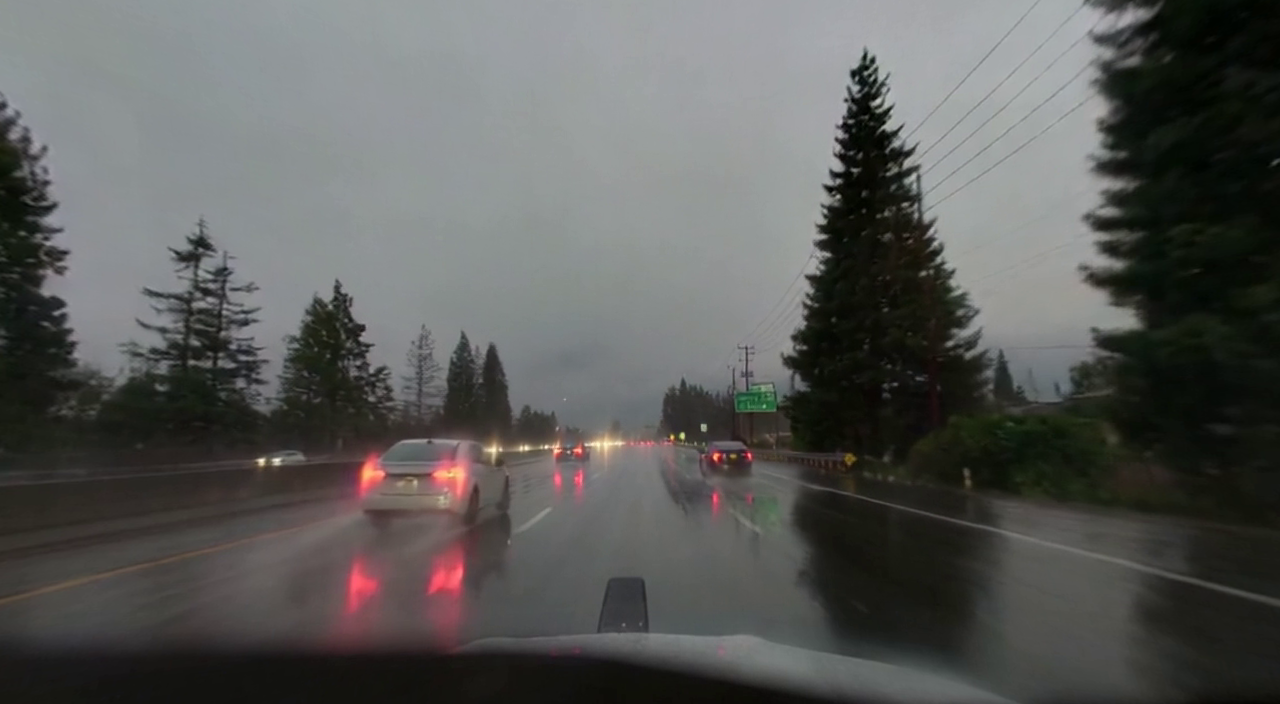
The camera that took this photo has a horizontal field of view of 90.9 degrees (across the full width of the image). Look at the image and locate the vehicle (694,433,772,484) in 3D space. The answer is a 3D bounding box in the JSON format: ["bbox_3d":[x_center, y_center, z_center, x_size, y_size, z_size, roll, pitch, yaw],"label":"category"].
[{"bbox_3d":[3.072,3.628,21.706,1.996,1.579,3.841,0,-8,-1],"label":"vehicle"}]

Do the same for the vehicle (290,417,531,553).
[{"bbox_3d":[-3.151,1.915,9.778,2.049,1.620,4.153,0,-8,2],"label":"vehicle"}]

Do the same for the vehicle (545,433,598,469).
[{"bbox_3d":[-3.561,5.259,33.661,2.217,1.773,4.553,0,-8,1],"label":"vehicle"}]
